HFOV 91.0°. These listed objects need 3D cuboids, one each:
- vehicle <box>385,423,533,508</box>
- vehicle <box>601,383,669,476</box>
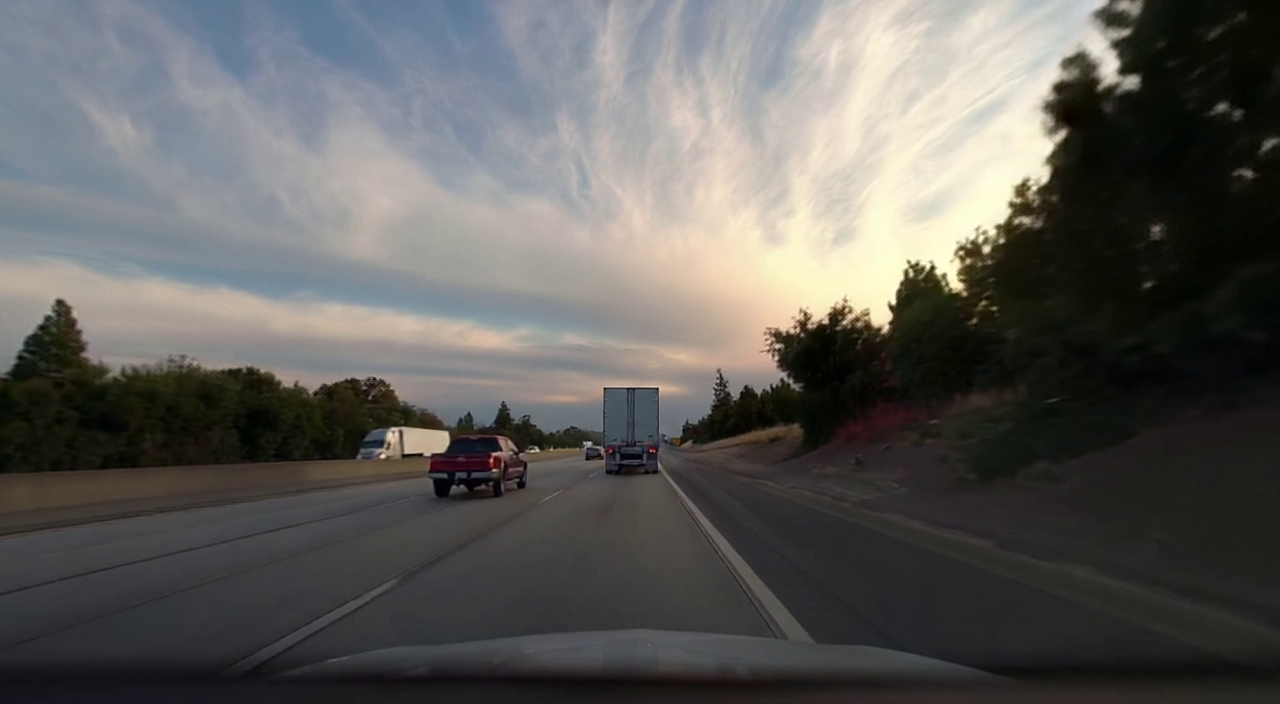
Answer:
[{"bbox_3d":[-4.380,2.852,16.311,2.285,1.833,4.984,0,-8,1],"label":"vehicle"},{"bbox_3d":[-0.246,4.292,33.974,3.052,4.132,11.336,0,-8,0],"label":"vehicle"}]
